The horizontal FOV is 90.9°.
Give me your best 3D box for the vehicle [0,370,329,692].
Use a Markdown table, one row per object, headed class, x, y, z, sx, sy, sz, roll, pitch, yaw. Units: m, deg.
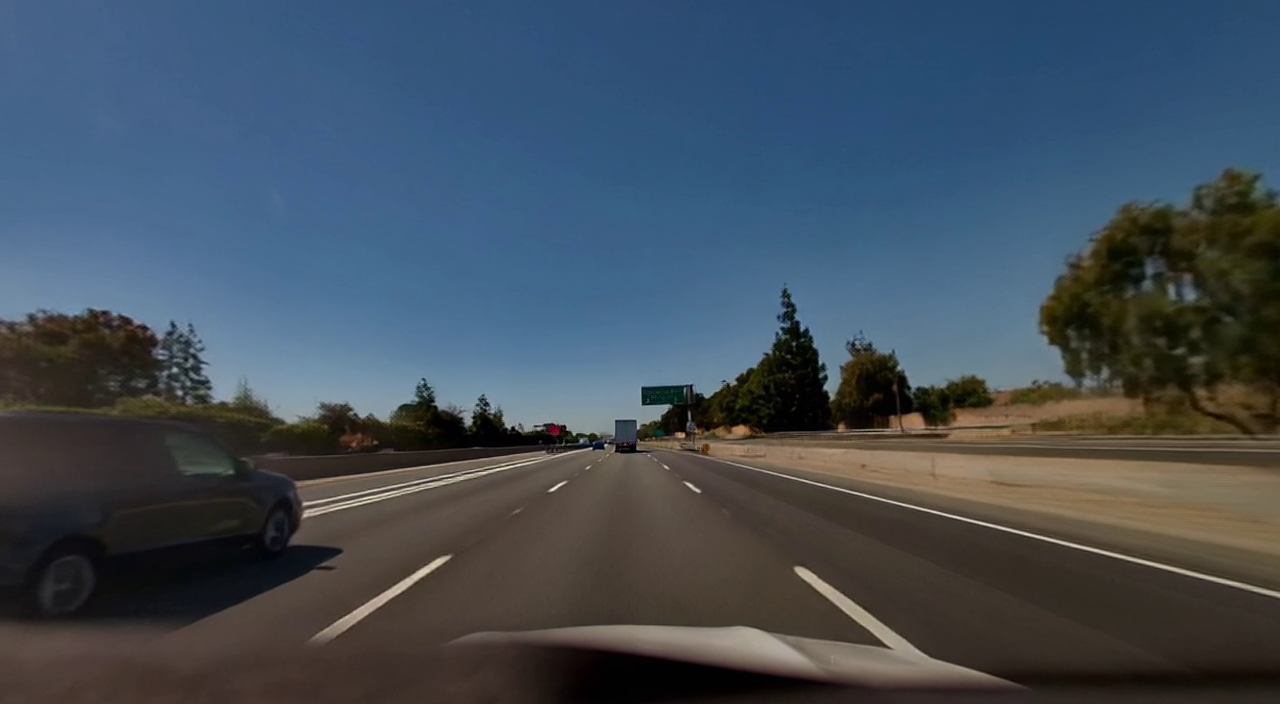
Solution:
| class | x | y | z | sx | sy | sz | roll | pitch | yaw |
| --- | --- | --- | --- | --- | --- | --- | --- | --- | --- |
| vehicle | -4.397 | 1.076 | 4.384 | 2.123 | 1.655 | 4.688 | 0 | -8 | -1 |
